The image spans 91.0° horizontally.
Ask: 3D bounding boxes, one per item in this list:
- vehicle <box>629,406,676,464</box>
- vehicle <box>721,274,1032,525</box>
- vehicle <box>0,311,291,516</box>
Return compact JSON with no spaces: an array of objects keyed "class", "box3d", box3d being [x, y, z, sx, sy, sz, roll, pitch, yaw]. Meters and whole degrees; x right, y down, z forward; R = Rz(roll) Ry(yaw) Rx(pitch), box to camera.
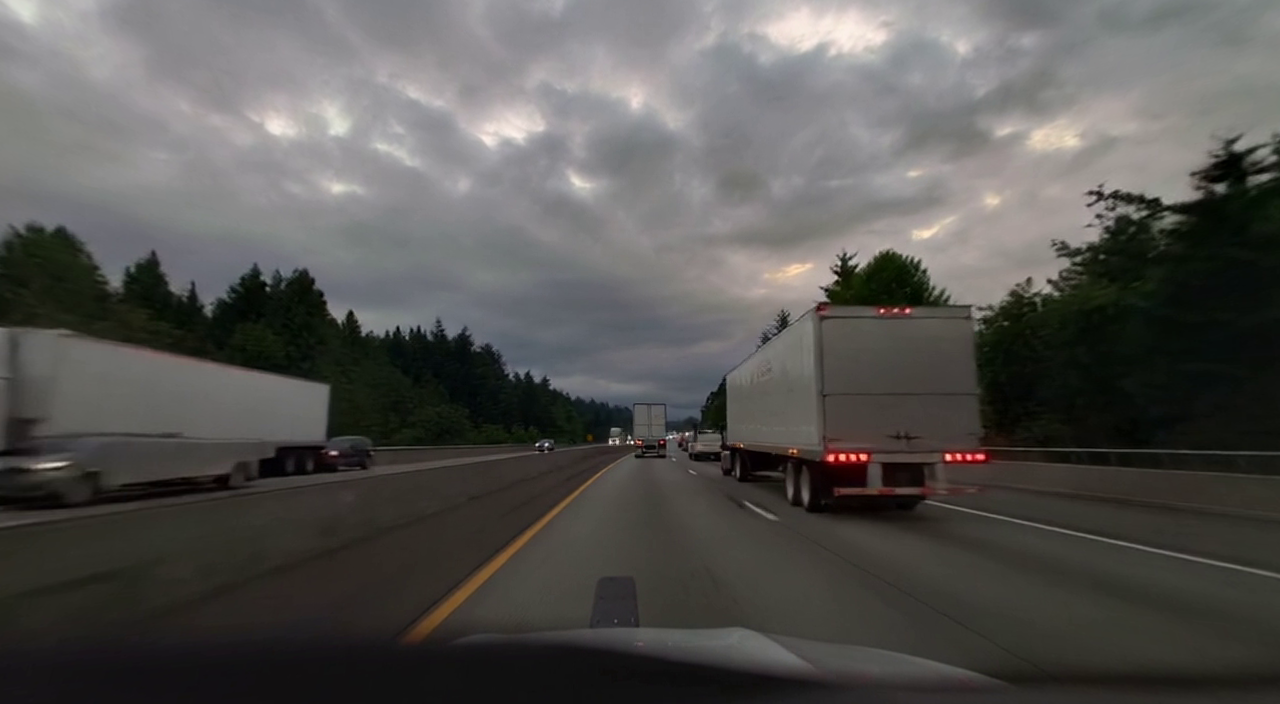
[{"class":"vehicle","box3d":[0.685,5.251,39.528,2.644,3.247,7.454,0,-8,0]},{"class":"vehicle","box3d":[4.723,1.711,17.373,2.851,4.077,14.289,0,-8,-1]},{"class":"vehicle","box3d":[-12.947,1.663,15.219,2.949,3.648,10.317,-1,-8,1]}]
